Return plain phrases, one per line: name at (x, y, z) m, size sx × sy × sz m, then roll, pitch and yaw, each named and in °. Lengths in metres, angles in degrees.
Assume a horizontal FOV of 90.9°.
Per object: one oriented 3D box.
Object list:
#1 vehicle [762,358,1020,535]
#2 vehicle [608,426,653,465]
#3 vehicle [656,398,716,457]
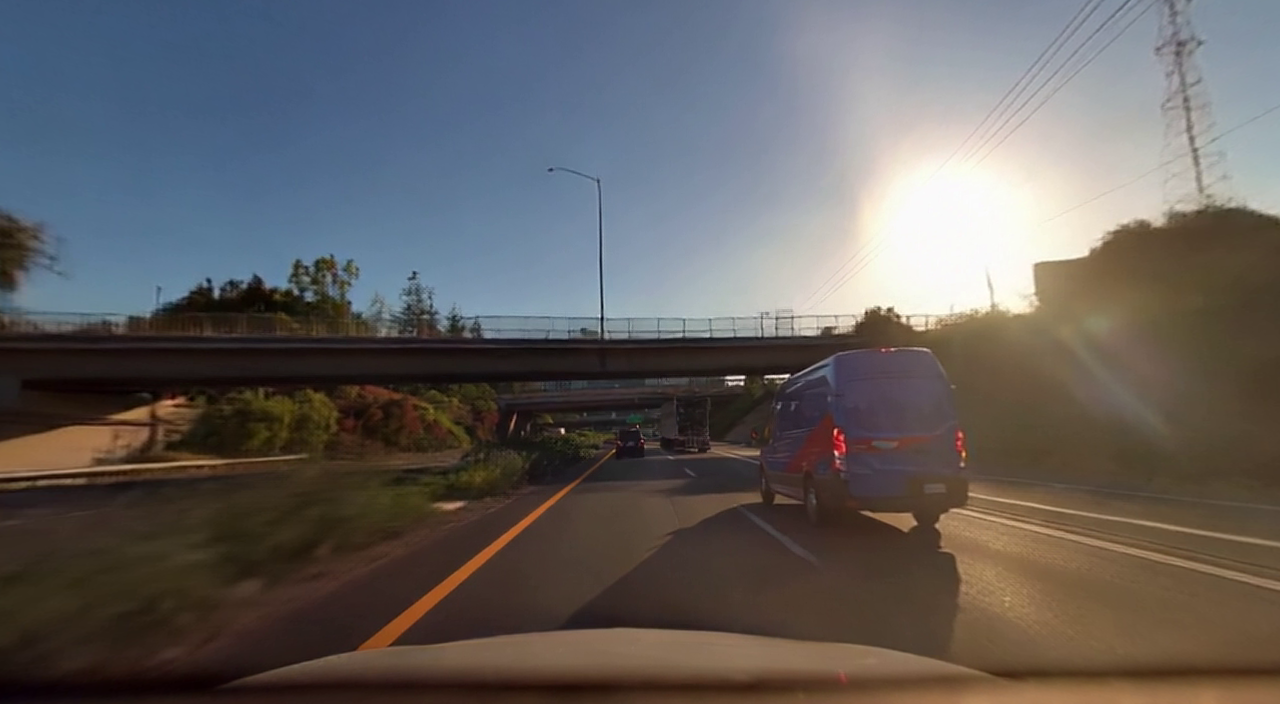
vehicle at (4.101, 1.702, 11.736) m, size 2.387 × 2.506 × 5.374 m, roll 0°, pitch -8°, yaw -2°
vehicle at (-0.484, 4.573, 30.938) m, size 2.073 × 1.750 × 4.116 m, roll 0°, pitch -8°, yaw -2°
vehicle at (3.180, 5.898, 48.338) m, size 3.096 × 3.759 × 15.119 m, roll 0°, pitch -8°, yaw -1°
